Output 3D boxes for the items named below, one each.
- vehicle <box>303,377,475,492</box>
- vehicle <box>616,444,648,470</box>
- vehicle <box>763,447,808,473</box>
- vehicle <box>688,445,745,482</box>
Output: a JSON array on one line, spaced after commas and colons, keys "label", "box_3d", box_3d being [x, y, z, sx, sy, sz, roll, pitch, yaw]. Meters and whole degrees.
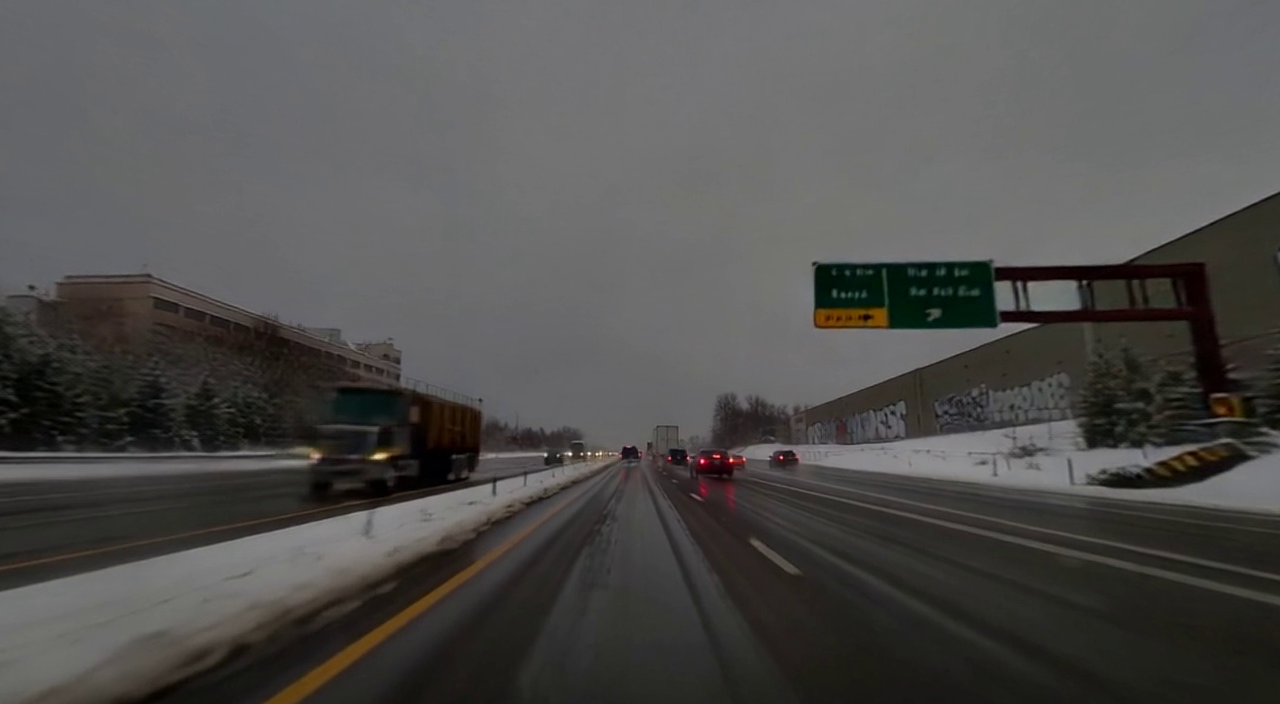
[{"label": "vehicle", "box_3d": [-8.422, 3.024, 22.448, 2.794, 3.367, 8.009, 0, -9, 0]}, {"label": "vehicle", "box_3d": [-0.586, 7.510, 44.879, 2.169, 1.753, 4.151, 0, -9, -1]}, {"label": "vehicle", "box_3d": [9.909, 7.378, 42.951, 2.107, 1.648, 4.324, -1, -9, 1]}, {"label": "vehicle", "box_3d": [3.522, 5.262, 29.867, 2.045, 1.605, 4.674, 0, -9, -1]}]
